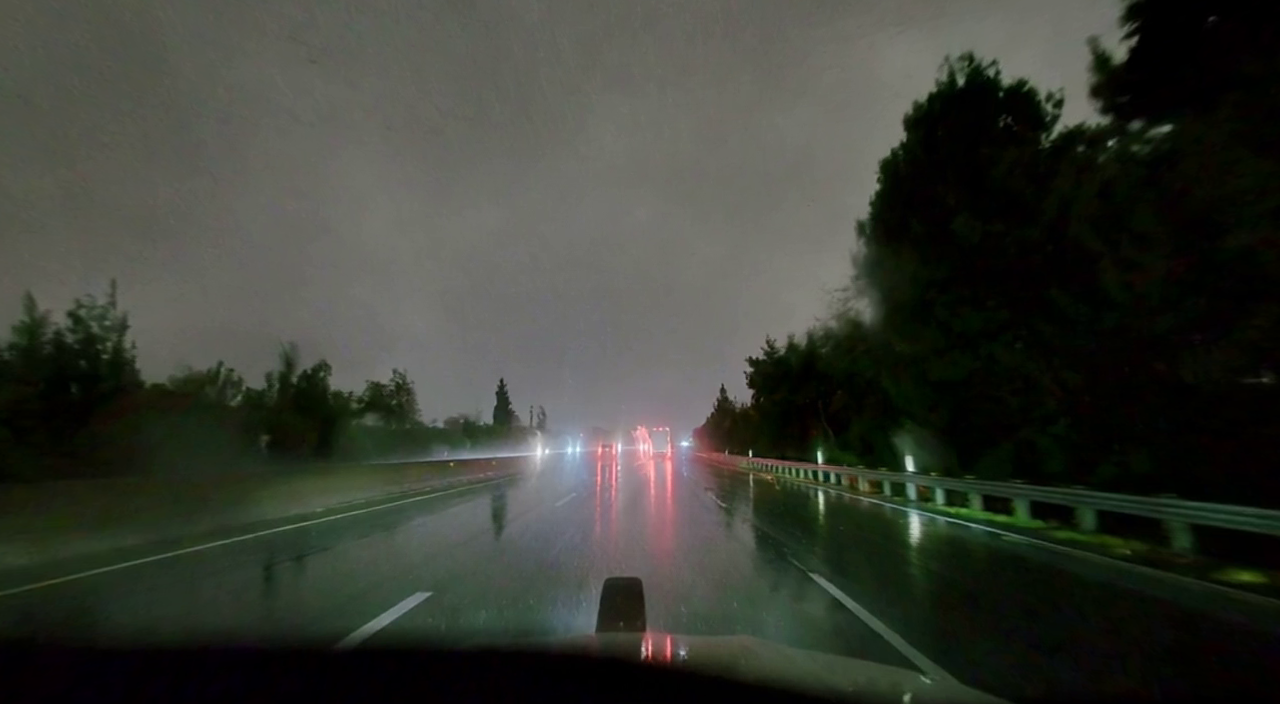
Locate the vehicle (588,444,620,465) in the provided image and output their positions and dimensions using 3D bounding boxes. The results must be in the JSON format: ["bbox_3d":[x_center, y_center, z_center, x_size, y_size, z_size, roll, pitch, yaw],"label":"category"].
[{"bbox_3d":[-2.713,7.888,48.711,2.113,1.559,4.166,0,-9,2],"label":"vehicle"}]
